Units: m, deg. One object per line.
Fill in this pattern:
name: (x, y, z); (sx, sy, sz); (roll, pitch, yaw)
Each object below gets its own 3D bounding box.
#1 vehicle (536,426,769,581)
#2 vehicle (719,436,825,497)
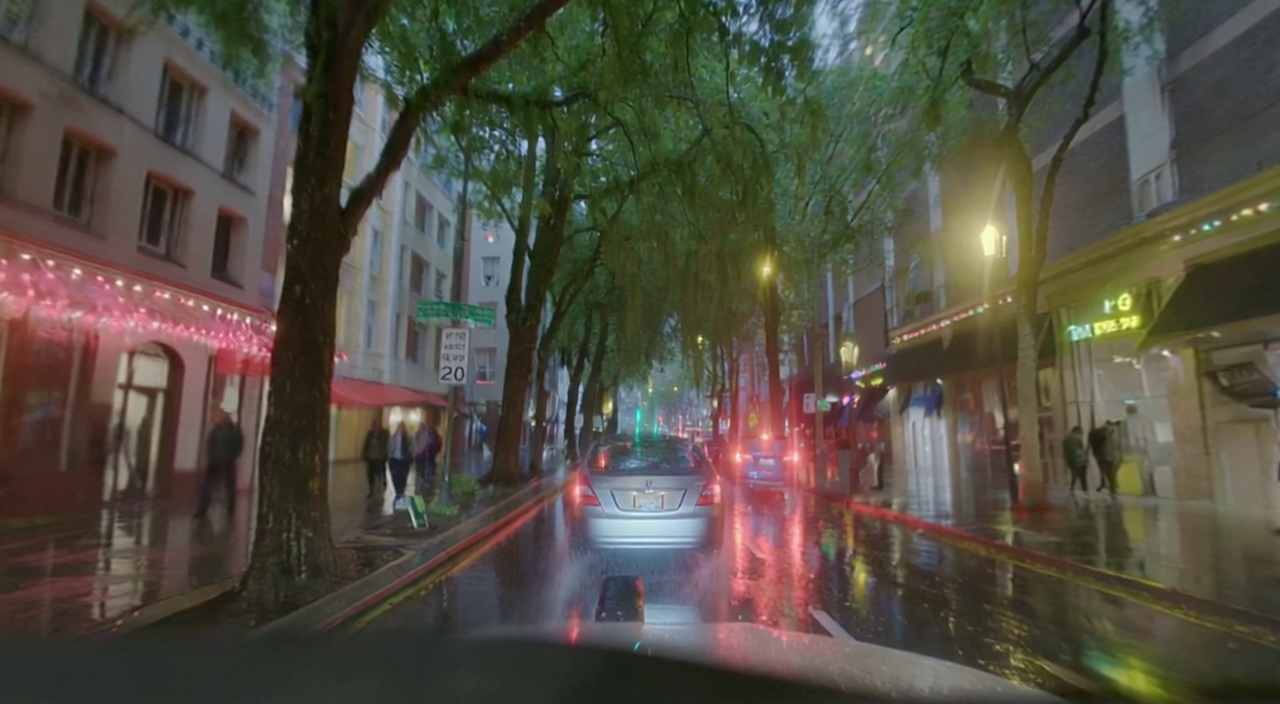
vehicle: (0.090, 1.782, 8.269); (2.261, 1.474, 4.130); (0, -9, -1)
vehicle: (3.616, 3.217, 18.172); (2.025, 1.523, 4.426); (0, -9, -1)
